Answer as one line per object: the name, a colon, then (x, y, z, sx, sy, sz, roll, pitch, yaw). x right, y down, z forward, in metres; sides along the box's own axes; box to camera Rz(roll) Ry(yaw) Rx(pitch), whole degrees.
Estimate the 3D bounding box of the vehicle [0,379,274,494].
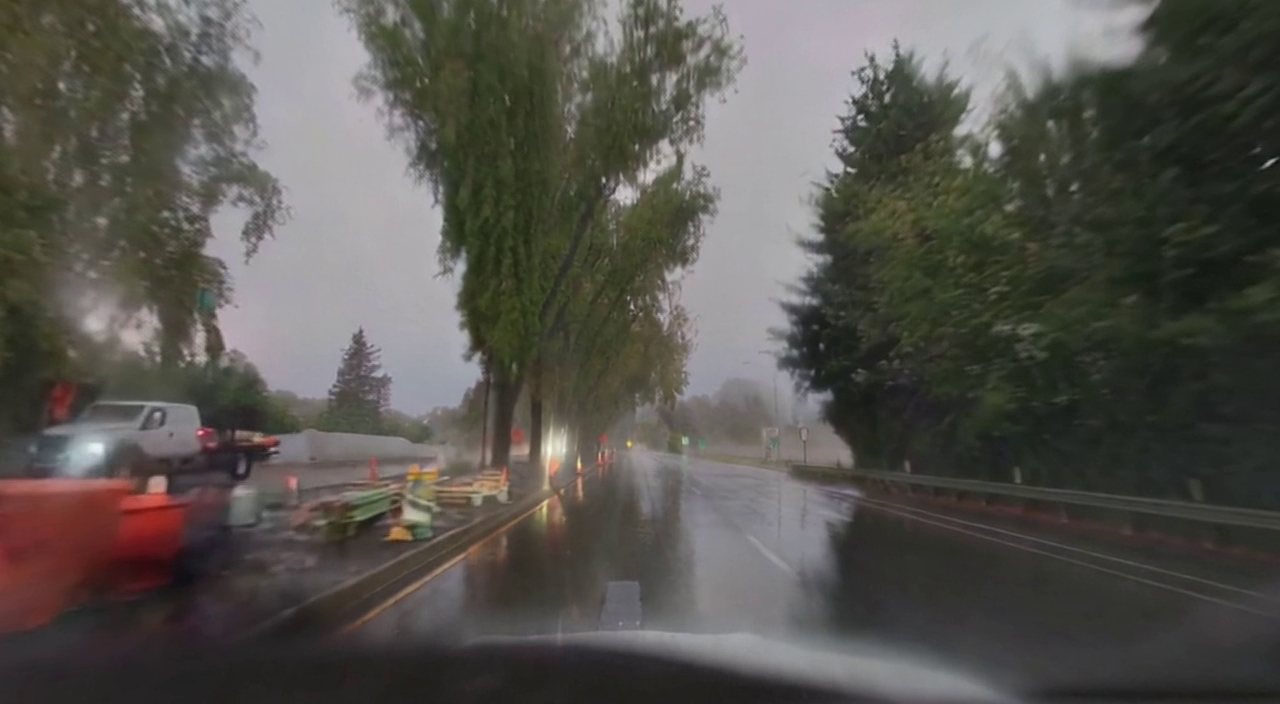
vehicle: (-19.214, 3.338, 24.524, 2.956, 3.466, 10.408, -1, -9, 6)
